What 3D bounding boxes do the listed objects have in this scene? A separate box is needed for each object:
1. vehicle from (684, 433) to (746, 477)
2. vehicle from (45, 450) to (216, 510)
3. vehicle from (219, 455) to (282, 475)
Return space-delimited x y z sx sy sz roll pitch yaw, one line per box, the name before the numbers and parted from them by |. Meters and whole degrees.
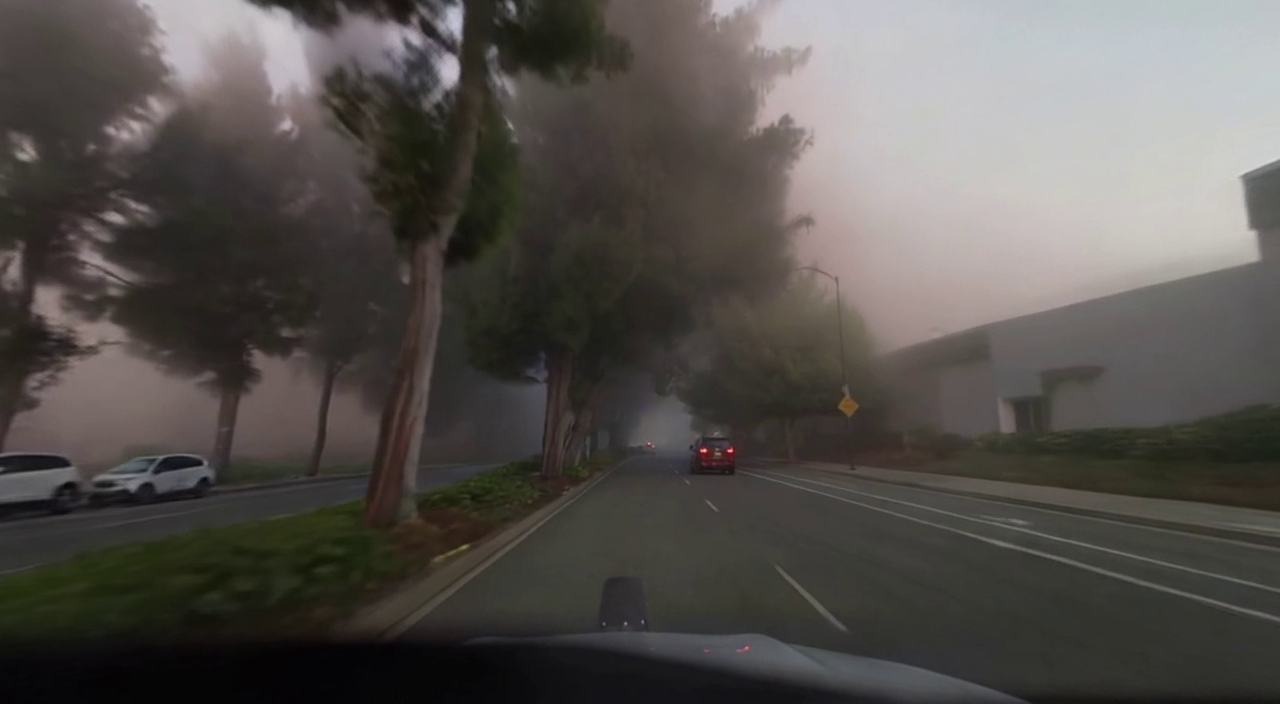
vehicle | 3.178 4.472 27.714 2.143 1.759 4.378 0 -8 -1
vehicle | -16.538 4.137 20.834 1.980 1.695 4.350 0 -8 0
vehicle | -30.722 8.899 49.889 1.875 1.477 4.858 0 -9 1
